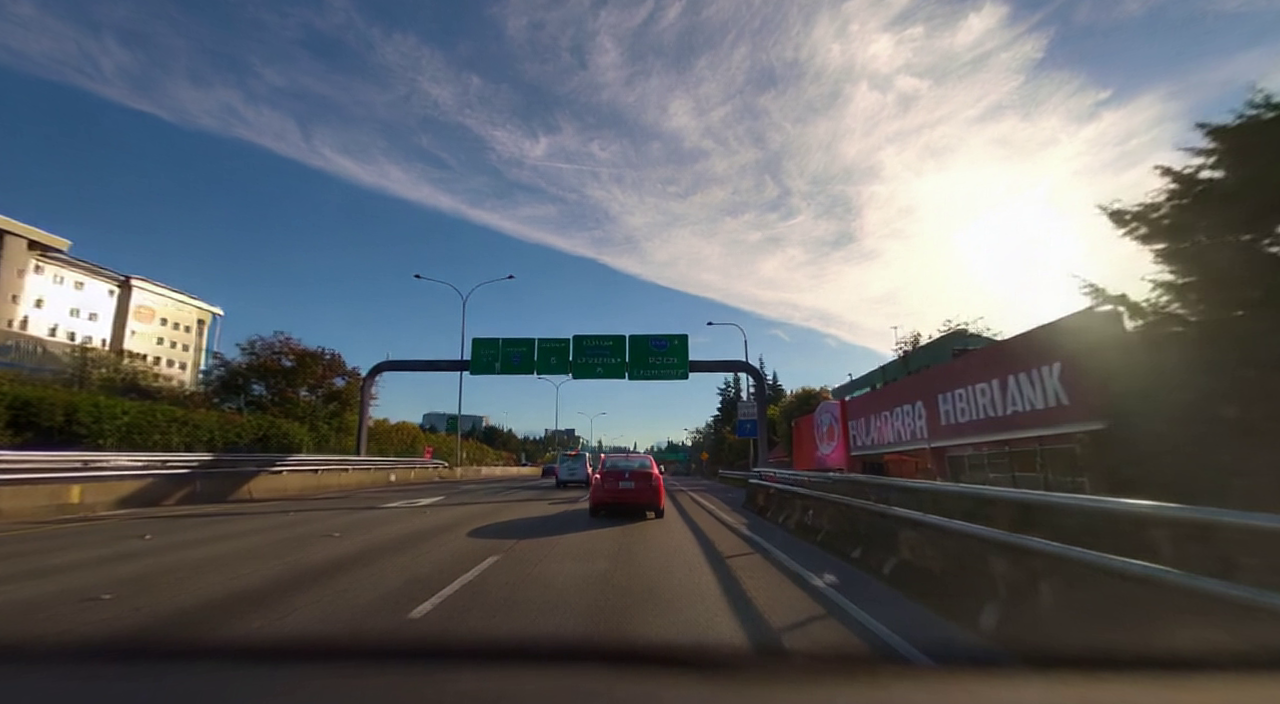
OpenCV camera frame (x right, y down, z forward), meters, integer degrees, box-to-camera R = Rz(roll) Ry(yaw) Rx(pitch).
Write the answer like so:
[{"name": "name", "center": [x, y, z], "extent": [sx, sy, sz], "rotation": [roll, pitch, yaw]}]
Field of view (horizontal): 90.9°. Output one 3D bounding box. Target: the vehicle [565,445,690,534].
[{"name": "vehicle", "center": [-0.228, 2.589, 12.455], "extent": [2.063, 1.442, 3.933], "rotation": [0, -9, 0]}]
